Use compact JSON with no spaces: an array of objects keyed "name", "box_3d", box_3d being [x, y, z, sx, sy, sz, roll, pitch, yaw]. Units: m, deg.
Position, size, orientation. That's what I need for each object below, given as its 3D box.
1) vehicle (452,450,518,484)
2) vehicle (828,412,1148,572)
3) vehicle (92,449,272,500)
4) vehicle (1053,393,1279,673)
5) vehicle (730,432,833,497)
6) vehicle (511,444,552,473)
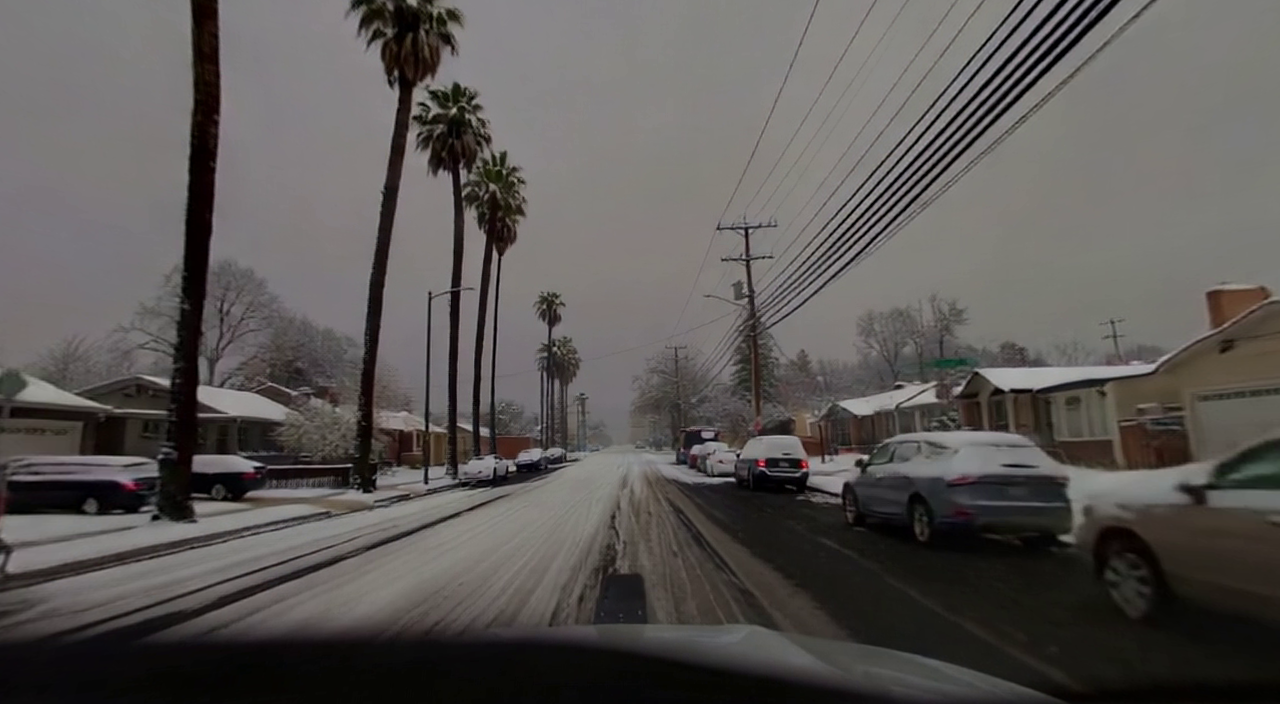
[{"name":"vehicle","box_3d":[-7.528,5.606,31.187,2.013,1.483,4.645,0,-8,1]},{"name":"vehicle","box_3d":[4.611,1.909,9.452,1.922,1.761,4.633,1,-8,-3]},{"name":"vehicle","box_3d":[-14.499,3.888,20.194,4.305,1.505,1.793,0,-8,-1]},{"name":"vehicle","box_3d":[4.809,1.084,3.723,1.894,1.675,4.294,0,-8,1]},{"name":"vehicle","box_3d":[4.418,3.605,20.656,2.115,1.826,4.871,0,-8,-2]},{"name":"vehicle","box_3d":[-7.870,7.756,46.210,2.077,1.888,4.551,-1,-8,2]}]
